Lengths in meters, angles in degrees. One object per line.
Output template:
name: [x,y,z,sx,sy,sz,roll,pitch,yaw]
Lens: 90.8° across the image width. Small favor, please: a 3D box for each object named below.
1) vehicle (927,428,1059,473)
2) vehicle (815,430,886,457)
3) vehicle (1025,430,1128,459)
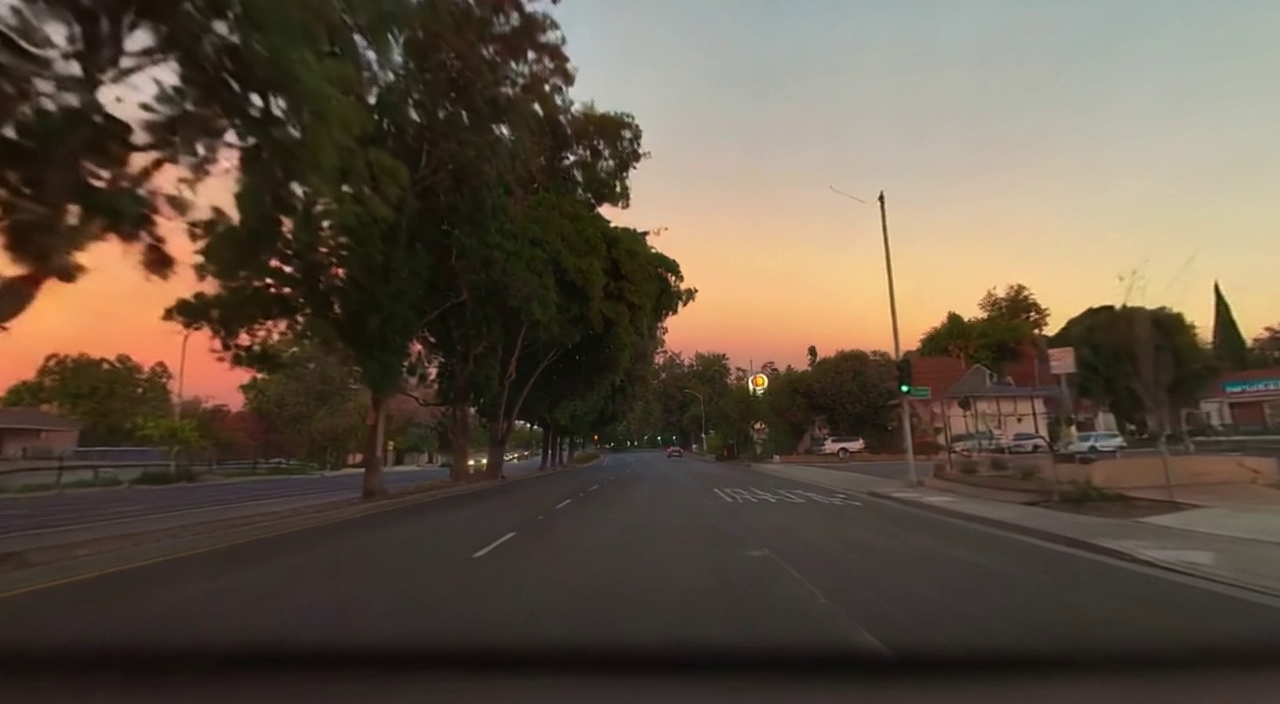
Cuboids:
vehicle: [15.443,4.322,27.818,4.543,1.838,2.127,0,-9,-3]
vehicle: [15.563,6.788,46.605,5.397,1.879,2.132,7,-12,-36]
vehicle: [30.406,6.504,44.264,5.556,1.821,2.068,-6,-11,27]
